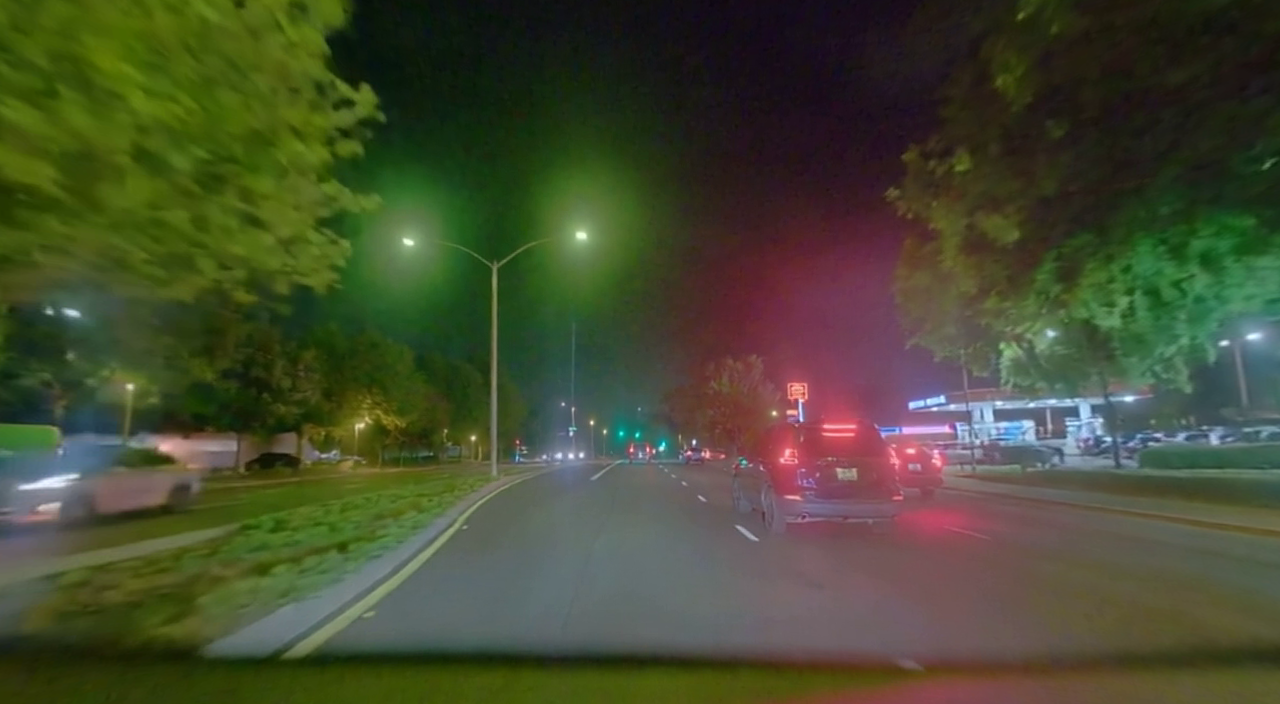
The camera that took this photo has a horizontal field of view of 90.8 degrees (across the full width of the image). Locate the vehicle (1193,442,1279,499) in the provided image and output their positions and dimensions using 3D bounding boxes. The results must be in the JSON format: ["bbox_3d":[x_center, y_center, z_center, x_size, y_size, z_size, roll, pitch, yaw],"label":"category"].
[{"bbox_3d":[18.572,3.460,18.795,4.582,1.491,2.032,6,-11,-35],"label":"vehicle"}]

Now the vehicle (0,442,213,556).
[{"bbox_3d":[-8.954,2.070,9.417,2.131,1.378,4.391,0,-9,0],"label":"vehicle"}]

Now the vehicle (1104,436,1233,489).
[{"bbox_3d":[18.296,3.772,21.854,4.049,1.671,1.868,4,-10,-28],"label":"vehicle"}]

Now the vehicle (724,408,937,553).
[{"bbox_3d":[2.875,2.099,10.971,2.038,1.917,4.900,0,-9,-2],"label":"vehicle"}]

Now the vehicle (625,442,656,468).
[{"bbox_3d":[0.036,7.291,44.904,2.101,1.707,3.904,0,-9,0],"label":"vehicle"}]

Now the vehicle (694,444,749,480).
[{"bbox_3d":[3.644,5.024,29.052,1.861,1.478,4.185,0,-9,-1],"label":"vehicle"}]

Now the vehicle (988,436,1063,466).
[{"bbox_3d":[23.964,6.185,39.492,1.911,1.714,4.237,-1,-9,0],"label":"vehicle"}]
